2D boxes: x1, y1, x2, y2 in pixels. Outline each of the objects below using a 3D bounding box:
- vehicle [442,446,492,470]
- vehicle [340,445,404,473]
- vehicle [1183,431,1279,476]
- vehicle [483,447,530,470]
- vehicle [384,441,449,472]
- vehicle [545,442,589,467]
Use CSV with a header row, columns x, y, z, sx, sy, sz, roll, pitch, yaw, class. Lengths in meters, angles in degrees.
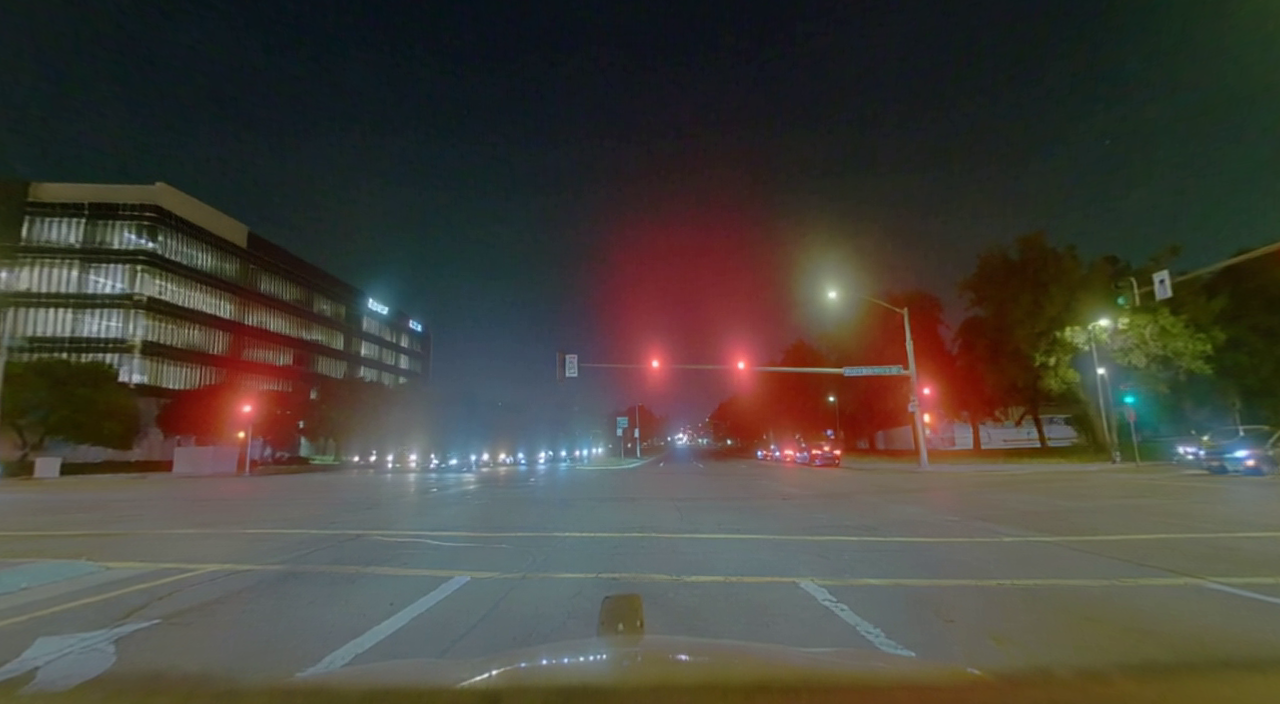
x,y,z,sx,sy,sz,roll,pitch,yaw,class
-11.647,7.149,42.811,2.003,1.476,4.297,-1,-9,2,vehicle
-18.556,7.412,44.085,2.237,1.842,5.116,0,-9,0,vehicle
22.324,3.566,22.357,4.474,1.477,1.908,0,-9,-2,vehicle
-8.059,6.451,38.391,1.910,1.288,4.093,-1,-9,1,vehicle
-15.140,7.124,43.247,2.340,1.946,5.450,-1,-9,2,vehicle
-4.567,6.510,40.236,2.109,1.461,4.637,-1,-9,2,vehicle
